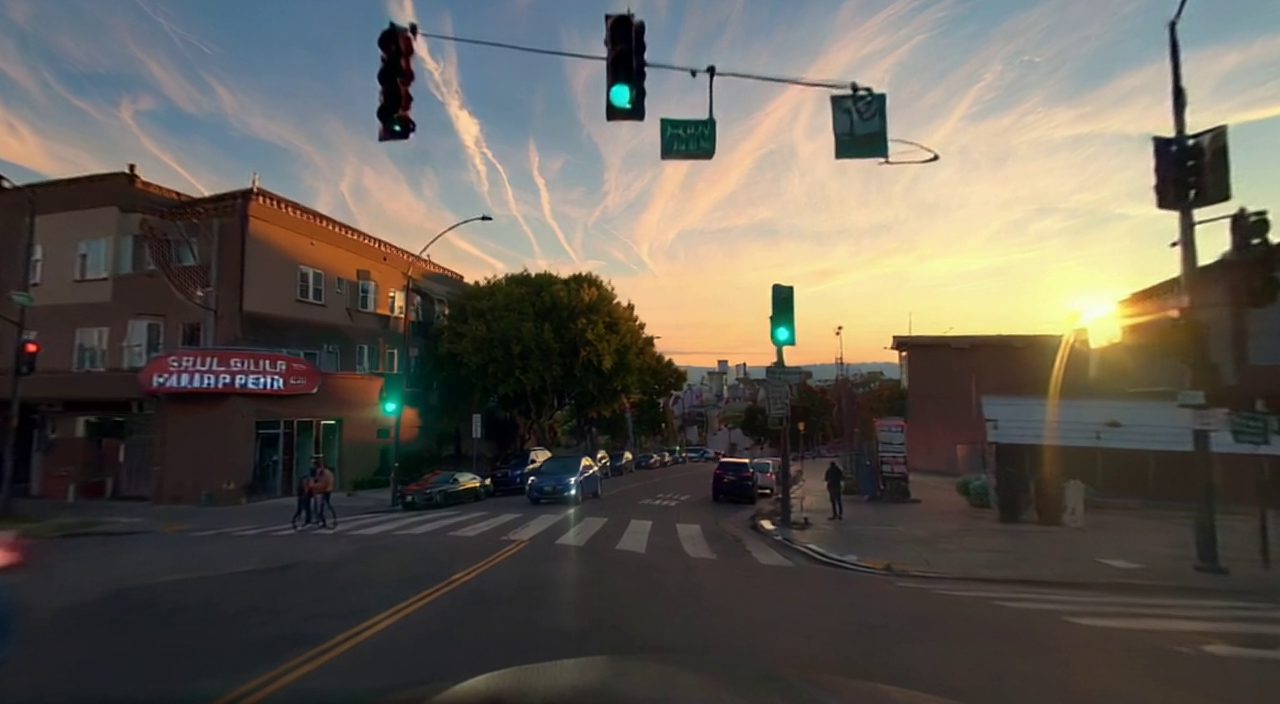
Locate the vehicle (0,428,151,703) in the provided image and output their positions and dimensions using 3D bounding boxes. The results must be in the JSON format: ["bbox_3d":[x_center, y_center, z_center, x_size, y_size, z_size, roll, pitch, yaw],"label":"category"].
[{"bbox_3d":[-4.214,0.931,1.731,2.119,1.485,4.472,-1,-8,1],"label":"vehicle"}]

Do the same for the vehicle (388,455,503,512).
[{"bbox_3d":[-6.963,4.733,23.150,1.933,1.461,4.393,-7,-7,14],"label":"vehicle"}]

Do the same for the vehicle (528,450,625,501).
[{"bbox_3d":[-2.277,4.660,24.364,2.181,1.723,4.692,-3,-9,15],"label":"vehicle"}]

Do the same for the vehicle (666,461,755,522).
[{"bbox_3d":[2.234,4.060,18.918,1.892,1.481,4.365,-3,-9,16],"label":"vehicle"}]
